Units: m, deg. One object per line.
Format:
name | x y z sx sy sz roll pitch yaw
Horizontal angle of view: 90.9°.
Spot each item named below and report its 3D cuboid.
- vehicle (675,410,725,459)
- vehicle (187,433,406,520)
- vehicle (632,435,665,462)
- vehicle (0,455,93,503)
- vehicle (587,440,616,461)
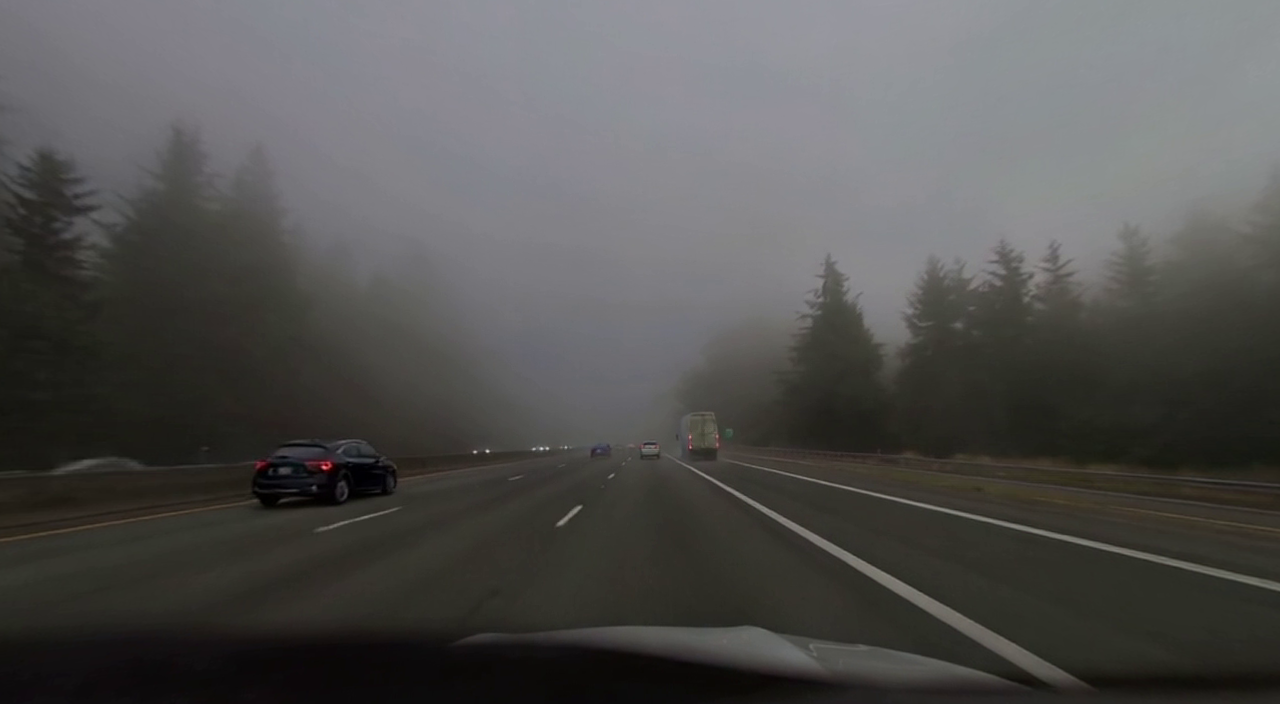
vehicle | 4.574 6.650 49.973 2.855 3.423 9.485 0 -9 -1
vehicle | -6.972 2.577 13.572 1.947 1.513 4.751 -1 -9 2
vehicle | 0.620 6.947 45.265 2.212 1.807 4.372 -1 -9 1
vehicle | -21.065 4.159 20.777 1.877 1.483 4.644 -1 -9 0
vehicle | -2.983 7.737 49.588 2.025 1.571 3.662 -1 -9 1
